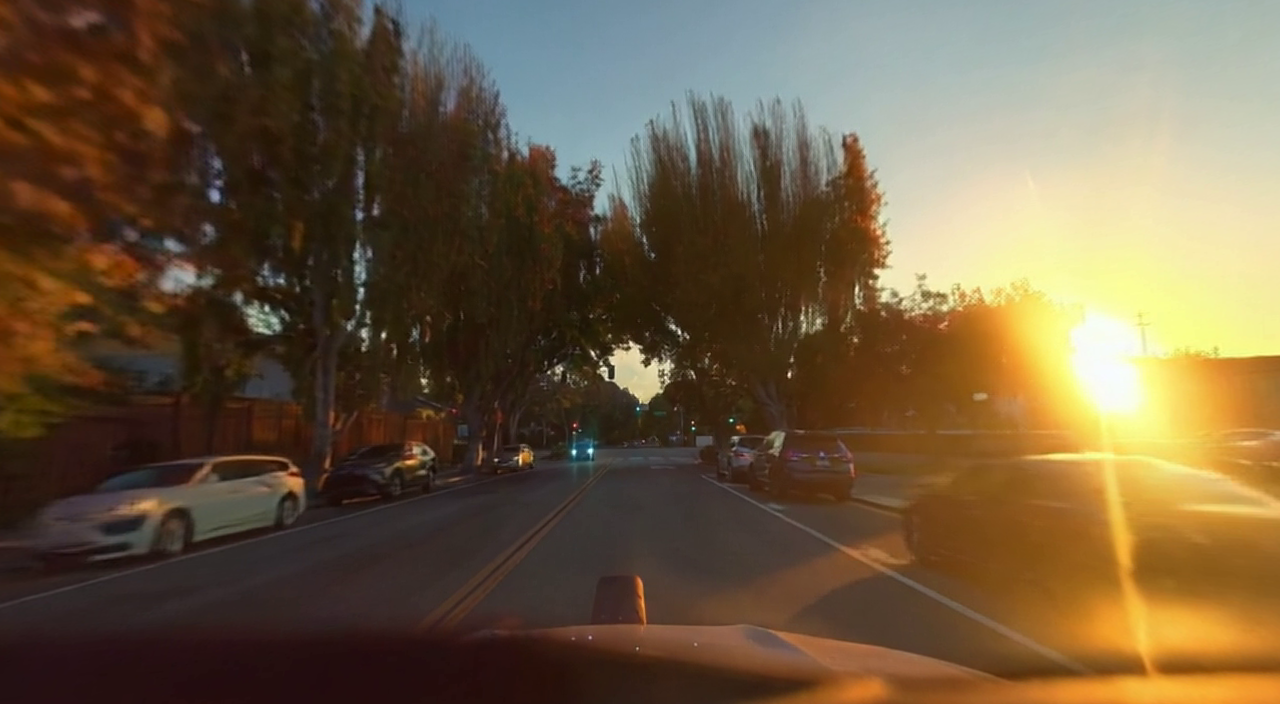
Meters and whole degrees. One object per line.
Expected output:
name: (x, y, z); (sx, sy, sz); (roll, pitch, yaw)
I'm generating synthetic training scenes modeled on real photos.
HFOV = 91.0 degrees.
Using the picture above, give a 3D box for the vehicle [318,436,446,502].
vehicle: (-7.519, 3.428, 18.937); (1.994, 1.718, 4.518); (0, -9, -1)

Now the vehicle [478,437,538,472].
vehicle: (-7.324, 5.767, 35.557); (2.150, 1.766, 5.483); (0, -9, 0)

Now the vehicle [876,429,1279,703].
vehicle: (3.938, 1.432, 5.429); (2.036, 1.405, 4.312); (0, -9, -2)

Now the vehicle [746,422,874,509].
vehicle: (3.919, 2.683, 15.358); (1.908, 1.788, 4.397); (1, -8, 0)

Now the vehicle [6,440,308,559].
vehicle: (-7.458, 2.254, 10.308); (1.976, 1.554, 3.654); (0, -9, 0)
